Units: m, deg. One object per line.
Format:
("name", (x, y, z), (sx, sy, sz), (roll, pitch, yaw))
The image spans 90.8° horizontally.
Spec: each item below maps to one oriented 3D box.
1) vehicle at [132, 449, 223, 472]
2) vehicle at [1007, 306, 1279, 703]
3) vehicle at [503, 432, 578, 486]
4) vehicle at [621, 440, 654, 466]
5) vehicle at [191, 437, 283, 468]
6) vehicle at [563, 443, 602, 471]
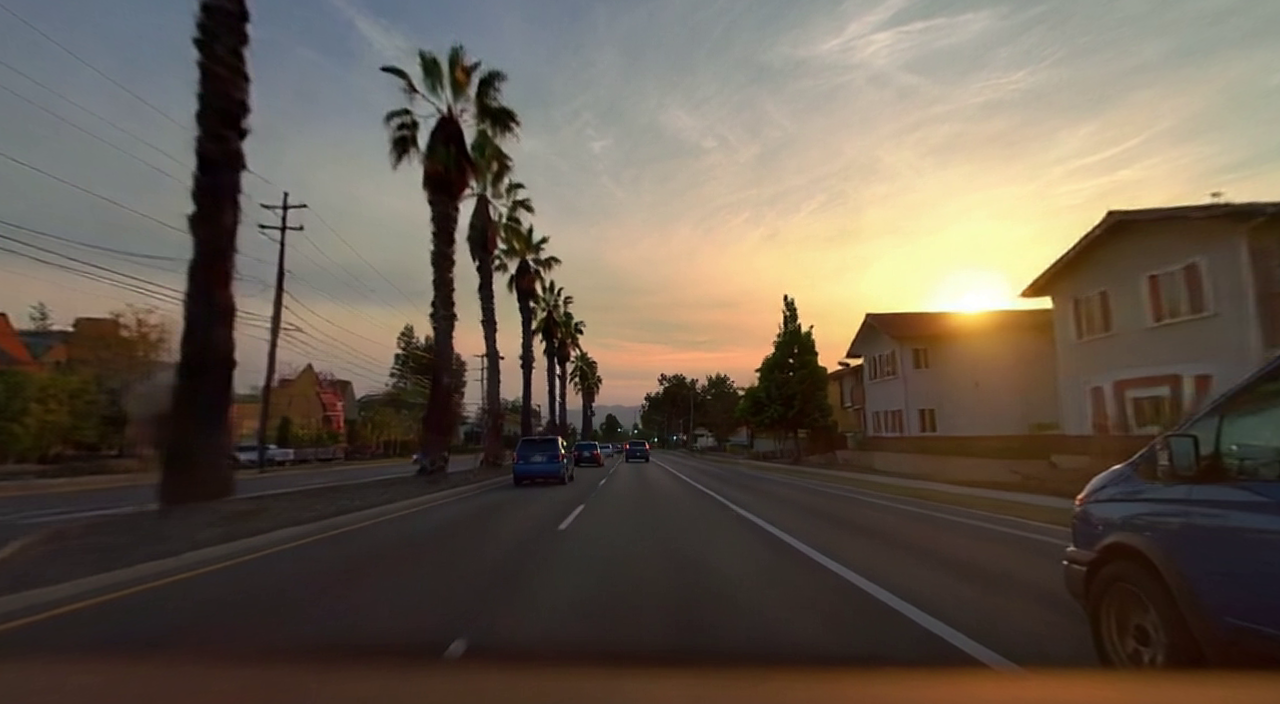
("vehicle", (-30.568, 7.146, 41.824), (4.474, 1.393, 1.920), (1, -8, -1))
("vehicle", (3.772, 0.690, 2.026), (2.234, 1.912, 4.847), (0, -9, 0))
("vehicle", (-3.413, 3.761, 22.406), (1.967, 1.703, 4.157), (0, -9, 0))
("vehicle", (-0.219, 6.999, 43.884), (2.191, 1.761, 3.857), (0, -9, -2))
("vehicle", (-30.326, 7.553, 47.647), (5.583, 2.103, 2.086), (-1, -6, 2))
("vehicle", (-3.105, 5.770, 34.837), (1.869, 1.454, 4.142), (0, -9, -2))
